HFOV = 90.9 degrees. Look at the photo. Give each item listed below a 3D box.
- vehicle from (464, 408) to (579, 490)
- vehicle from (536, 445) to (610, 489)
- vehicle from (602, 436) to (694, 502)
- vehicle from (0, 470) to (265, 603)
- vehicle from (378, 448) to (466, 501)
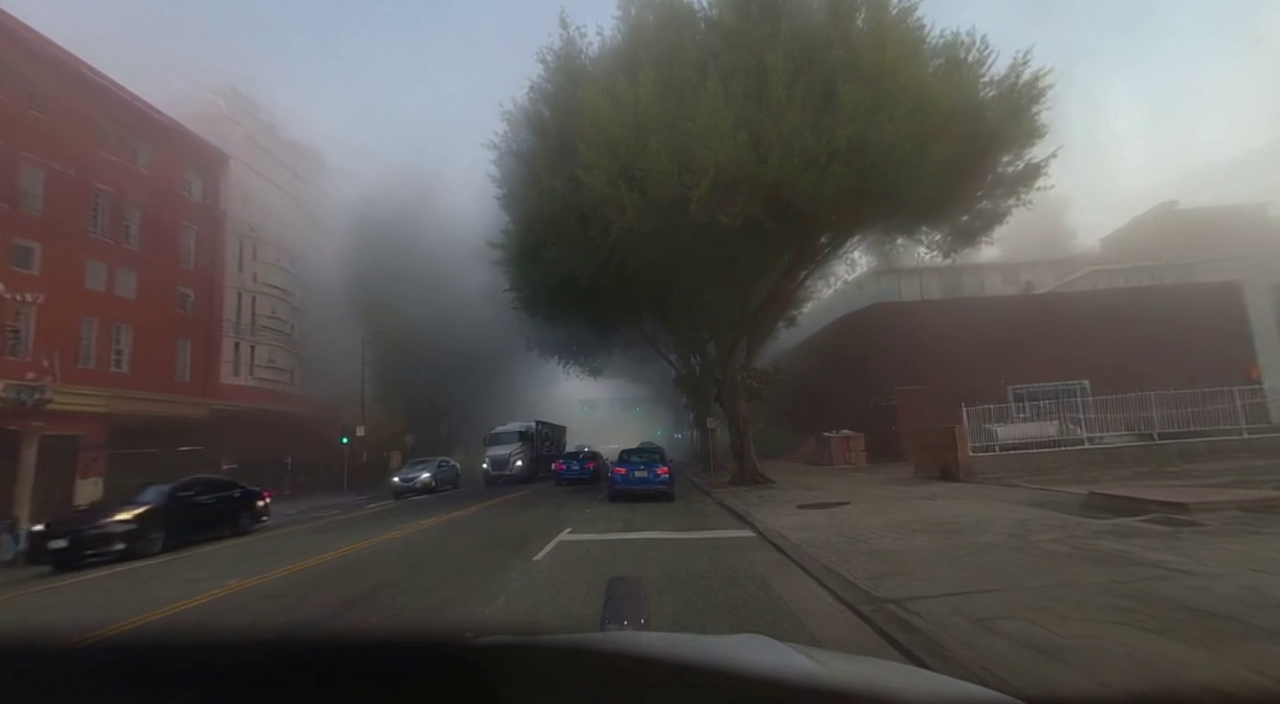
[{"bbox_3d":[-5.392,4.683,30.420,2.795,3.160,8.321,-6,-9,7],"label":"vehicle"},{"bbox_3d":[-2.279,4.090,22.909,2.099,1.424,4.843,0,-8,1],"label":"vehicle"},{"bbox_3d":[0.184,2.963,16.340,2.094,1.478,3.922,0,-8,0],"label":"vehicle"},{"bbox_3d":[-8.674,2.784,10.360,2.118,1.473,4.642,-1,-8,1],"label":"vehicle"},{"bbox_3d":[-8.987,5.033,26.417,2.067,1.820,4.509,-5,-8,0],"label":"vehicle"}]
